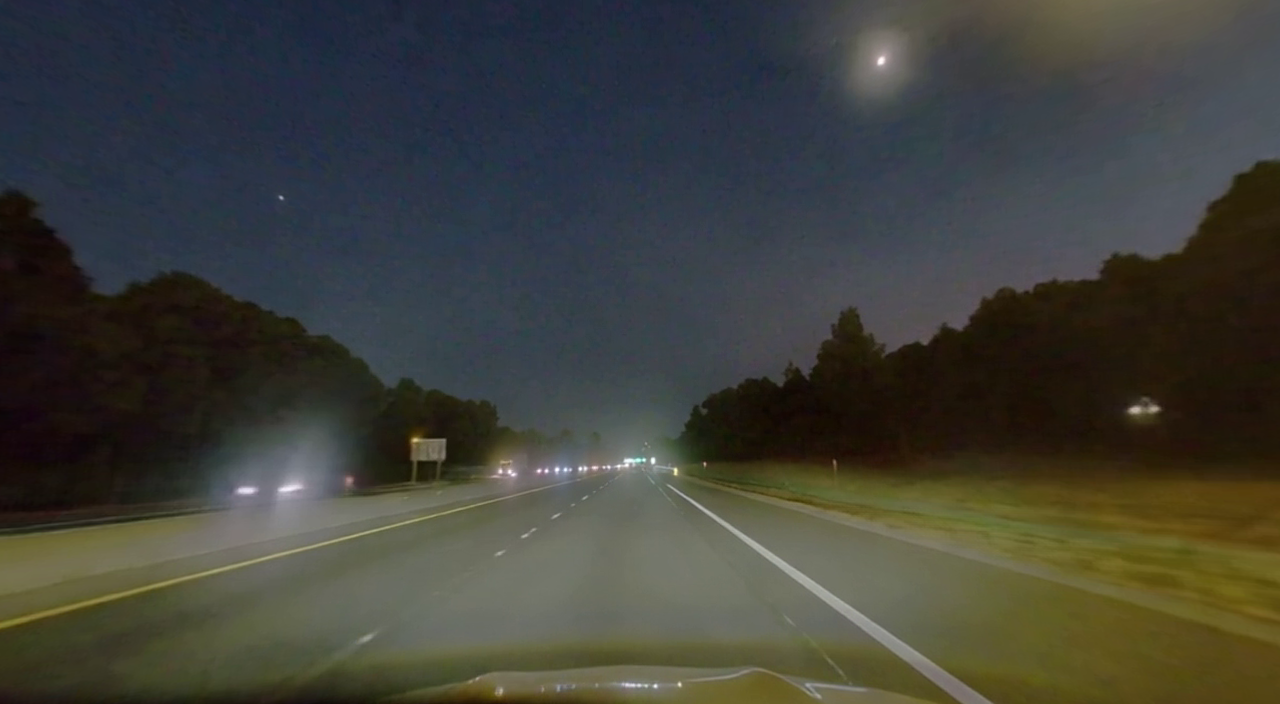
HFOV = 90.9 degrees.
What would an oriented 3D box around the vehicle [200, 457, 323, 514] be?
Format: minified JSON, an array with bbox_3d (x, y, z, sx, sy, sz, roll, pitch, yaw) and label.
[{"bbox_3d":[-12.314,4.370,20.822,1.680,1.675,3.717,1,-11,0],"label":"vehicle"}]
